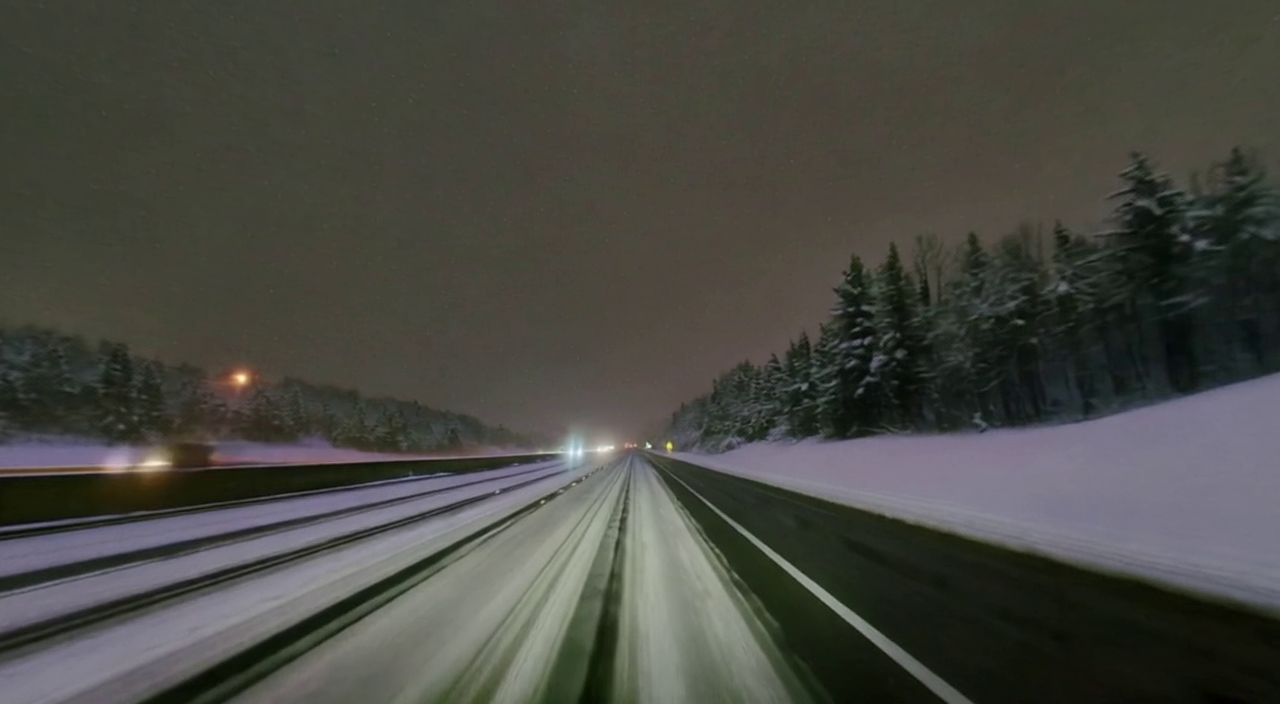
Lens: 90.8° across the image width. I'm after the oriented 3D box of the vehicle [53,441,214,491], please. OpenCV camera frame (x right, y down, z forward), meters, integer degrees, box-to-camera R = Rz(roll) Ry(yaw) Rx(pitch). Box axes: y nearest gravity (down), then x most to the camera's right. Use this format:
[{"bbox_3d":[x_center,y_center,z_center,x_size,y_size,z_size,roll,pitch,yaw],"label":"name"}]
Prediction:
[{"bbox_3d":[-19.975,4.502,25.278,2.080,1.759,5.207,0,-9,0],"label":"vehicle"}]
